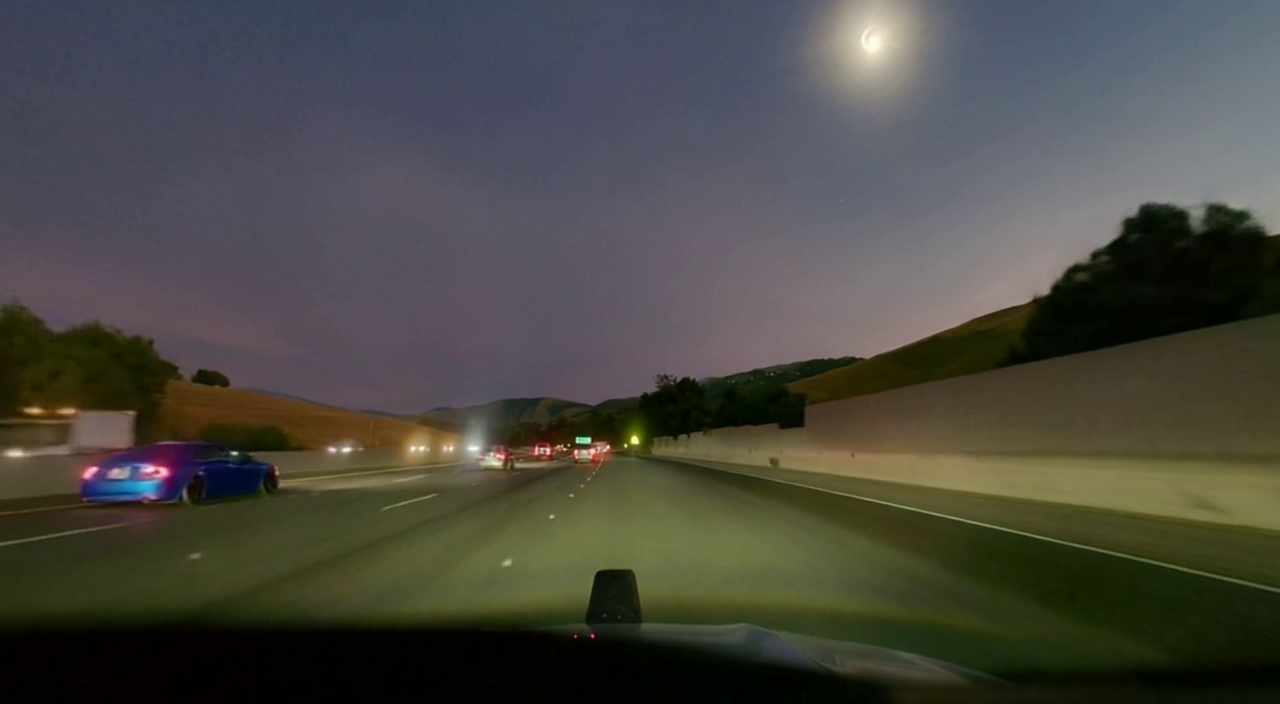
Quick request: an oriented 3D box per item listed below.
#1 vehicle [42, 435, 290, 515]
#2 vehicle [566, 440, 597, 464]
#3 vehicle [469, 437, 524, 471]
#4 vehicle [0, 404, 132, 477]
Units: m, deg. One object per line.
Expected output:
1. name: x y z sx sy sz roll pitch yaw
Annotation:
1. vehicle: -10.238 2.664 14.272 1.949 1.475 4.740 0 -9 0
2. vehicle: -4.374 7.544 47.962 2.115 1.713 4.263 0 -9 -2
3. vehicle: -7.914 5.663 35.225 2.074 1.768 4.805 0 -9 -2
4. vehicle: -29.850 4.468 31.767 2.804 3.252 6.771 0 -9 1
